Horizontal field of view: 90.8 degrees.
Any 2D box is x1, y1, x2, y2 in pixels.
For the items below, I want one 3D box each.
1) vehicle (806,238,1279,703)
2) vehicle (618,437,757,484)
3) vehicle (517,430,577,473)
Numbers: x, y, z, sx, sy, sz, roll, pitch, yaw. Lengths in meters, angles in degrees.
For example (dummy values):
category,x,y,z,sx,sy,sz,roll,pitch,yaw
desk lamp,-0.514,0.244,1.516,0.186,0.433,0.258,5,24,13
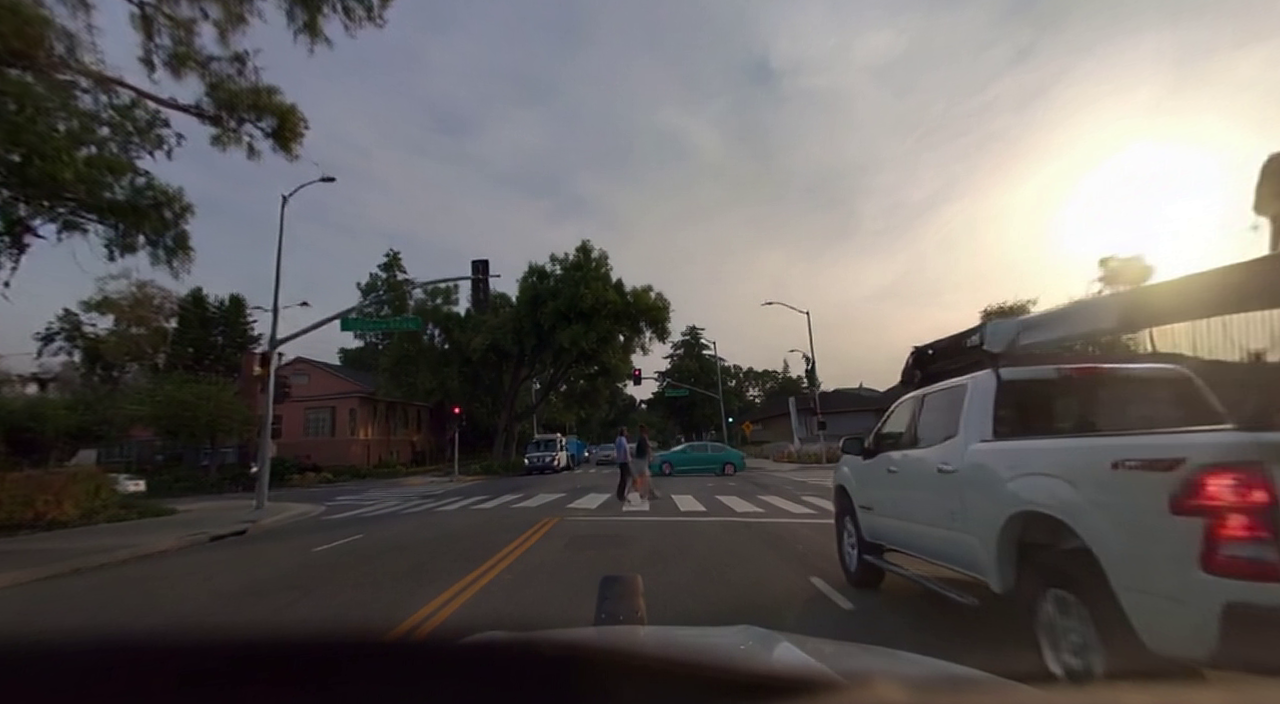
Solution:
category,x,y,z,sx,sy,sz,roll,pitch,yaw
vehicle,3.069,1.045,4.564,2.177,2.015,5.463,0,-9,-1
vehicle,1.755,4.031,23.800,4.771,1.630,1.979,3,-9,-18
vehicle,-5.970,6.571,41.722,2.896,2.560,7.322,0,-9,0
